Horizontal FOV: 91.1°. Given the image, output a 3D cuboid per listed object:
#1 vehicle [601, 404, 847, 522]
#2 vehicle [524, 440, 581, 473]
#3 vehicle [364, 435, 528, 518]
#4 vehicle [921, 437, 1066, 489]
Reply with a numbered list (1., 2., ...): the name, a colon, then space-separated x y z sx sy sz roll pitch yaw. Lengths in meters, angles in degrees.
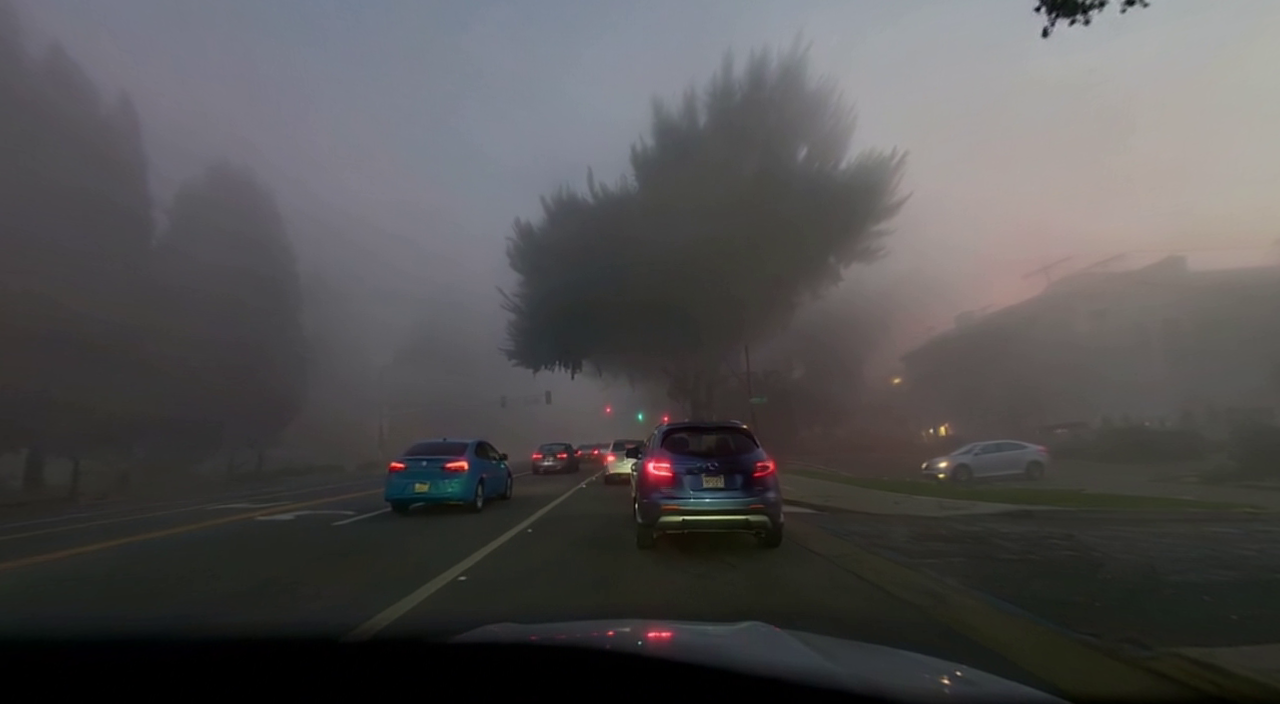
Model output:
1. vehicle: 1.545 2.211 12.927 4.642 1.955 2.052 -8 -12 43
2. vehicle: -4.073 4.937 29.887 2.042 1.470 4.123 0 -8 1
3. vehicle: -3.890 2.564 13.511 2.026 1.466 4.282 0 -8 2
4. vehicle: 12.285 3.883 22.035 3.871 1.525 1.835 -3 -9 0
